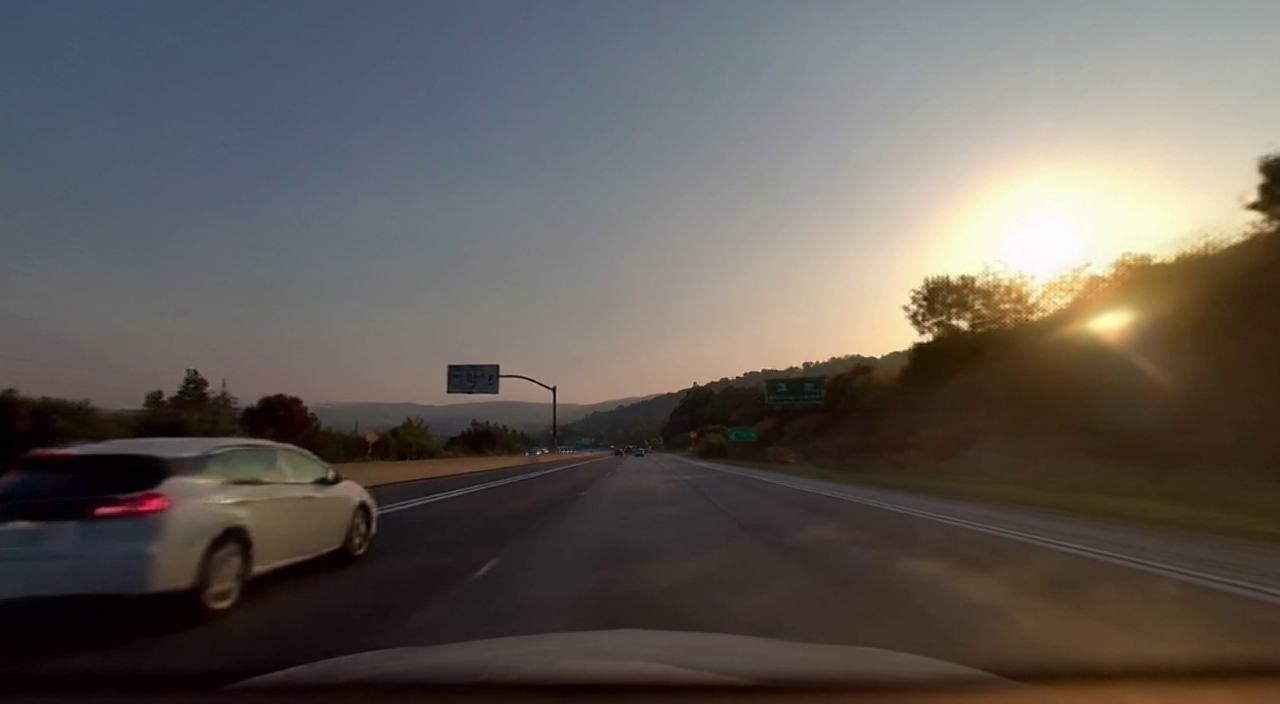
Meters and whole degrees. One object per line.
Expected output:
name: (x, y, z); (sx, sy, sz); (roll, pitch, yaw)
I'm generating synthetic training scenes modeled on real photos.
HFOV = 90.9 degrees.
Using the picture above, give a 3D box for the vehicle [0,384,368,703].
vehicle: (-3.903, 1.216, 4.644); (1.965, 1.556, 3.971); (0, -9, 1)
